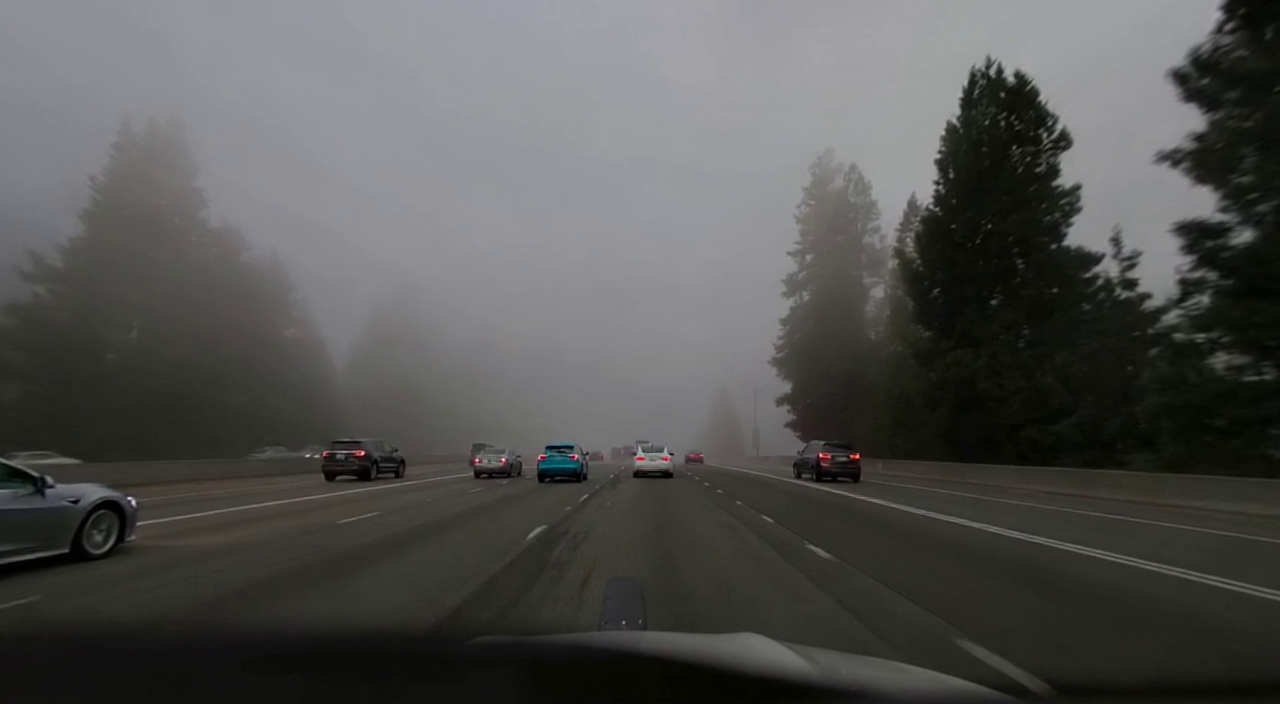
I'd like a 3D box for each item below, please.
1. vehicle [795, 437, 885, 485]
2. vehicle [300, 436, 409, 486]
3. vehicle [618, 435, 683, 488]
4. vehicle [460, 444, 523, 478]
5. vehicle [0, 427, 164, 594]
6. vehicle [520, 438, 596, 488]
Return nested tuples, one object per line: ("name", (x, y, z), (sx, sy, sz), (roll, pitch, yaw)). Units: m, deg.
("vehicle", (7.999, 4.366, 25.716), (2.071, 1.754, 4.484), (0, -8, -1))
("vehicle", (-10.417, 3.995, 23.447), (1.947, 1.683, 4.331), (-1, -8, 1))
("vehicle", (0.368, 3.898, 22.883), (2.114, 1.715, 4.136), (0, -8, 1))
("vehicle", (-6.775, 4.988, 29.208), (1.886, 1.455, 4.148), (0, -8, 1))
("vehicle", (-6.783, 1.358, 5.175), (2.116, 1.473, 4.644), (0, -8, 0))
("vehicle", (-2.859, 3.986, 23.034), (2.102, 1.624, 4.257), (-1, -8, 2))
